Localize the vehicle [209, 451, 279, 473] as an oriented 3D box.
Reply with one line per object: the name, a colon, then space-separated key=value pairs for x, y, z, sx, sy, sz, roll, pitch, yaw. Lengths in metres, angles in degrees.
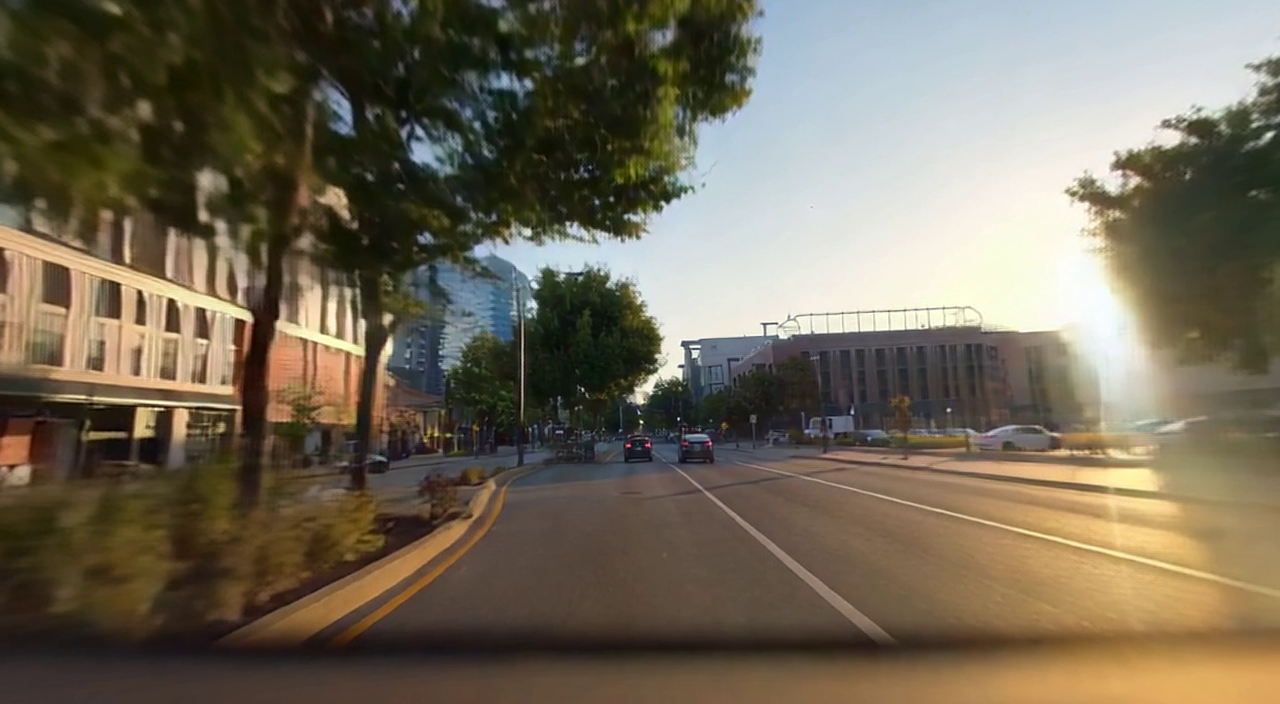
vehicle: x=-29.879 y=8.293 z=47.754 sx=4.033 sy=1.531 sz=1.789 roll=0 pitch=-9 yaw=-4

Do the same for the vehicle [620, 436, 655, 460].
vehicle: x=-0.168 y=6.233 z=41.142 sx=2.110 sy=1.476 sz=4.294 roll=0 pitch=-8 yaw=0

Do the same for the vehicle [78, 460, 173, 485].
vehicle: x=-30.022 y=7.030 z=36.961 sx=4.040 sy=1.389 sz=1.664 roll=0 pitch=-9 yaw=-1

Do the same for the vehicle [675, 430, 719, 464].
vehicle: x=2.986 y=5.087 z=33.889 sx=2.100 sy=1.683 sz=4.231 roll=0 pitch=-8 yaw=2

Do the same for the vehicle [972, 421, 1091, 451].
vehicle: x=20.503 y=4.441 z=33.246 sx=4.813 sy=1.483 sz=2.129 roll=0 pitch=-8 yaw=0
